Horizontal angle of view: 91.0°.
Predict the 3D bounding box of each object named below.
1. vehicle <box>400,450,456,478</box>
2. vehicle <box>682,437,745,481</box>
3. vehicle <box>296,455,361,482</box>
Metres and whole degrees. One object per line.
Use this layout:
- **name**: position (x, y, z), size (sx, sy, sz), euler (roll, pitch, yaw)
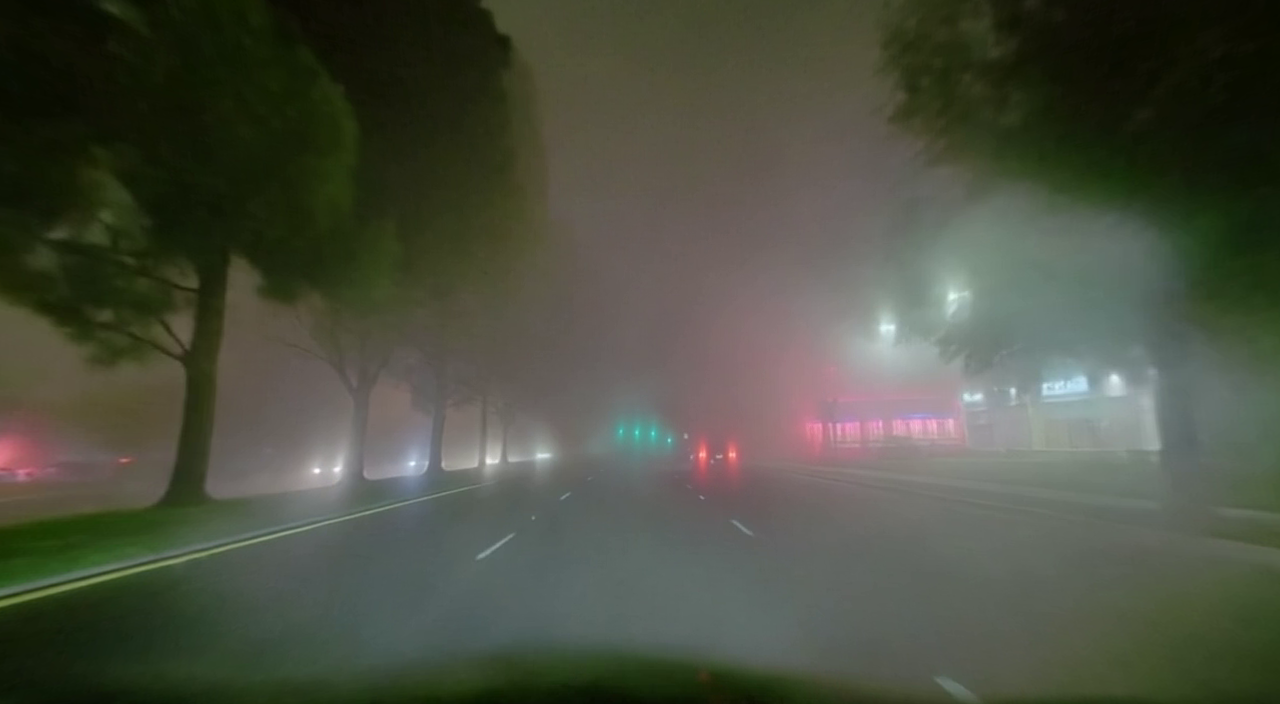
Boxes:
- **vehicle**: position (-12.807, 6.773, 38.284), size (1.921, 1.520, 4.231), euler (0, -8, 0)
- **vehicle**: position (3.073, 4.563, 27.158), size (2.083, 1.743, 4.354), euler (0, -8, -1)
- **vehicle**: position (-19.848, 7.414, 40.330), size (1.881, 1.497, 4.488), euler (0, -8, 0)
